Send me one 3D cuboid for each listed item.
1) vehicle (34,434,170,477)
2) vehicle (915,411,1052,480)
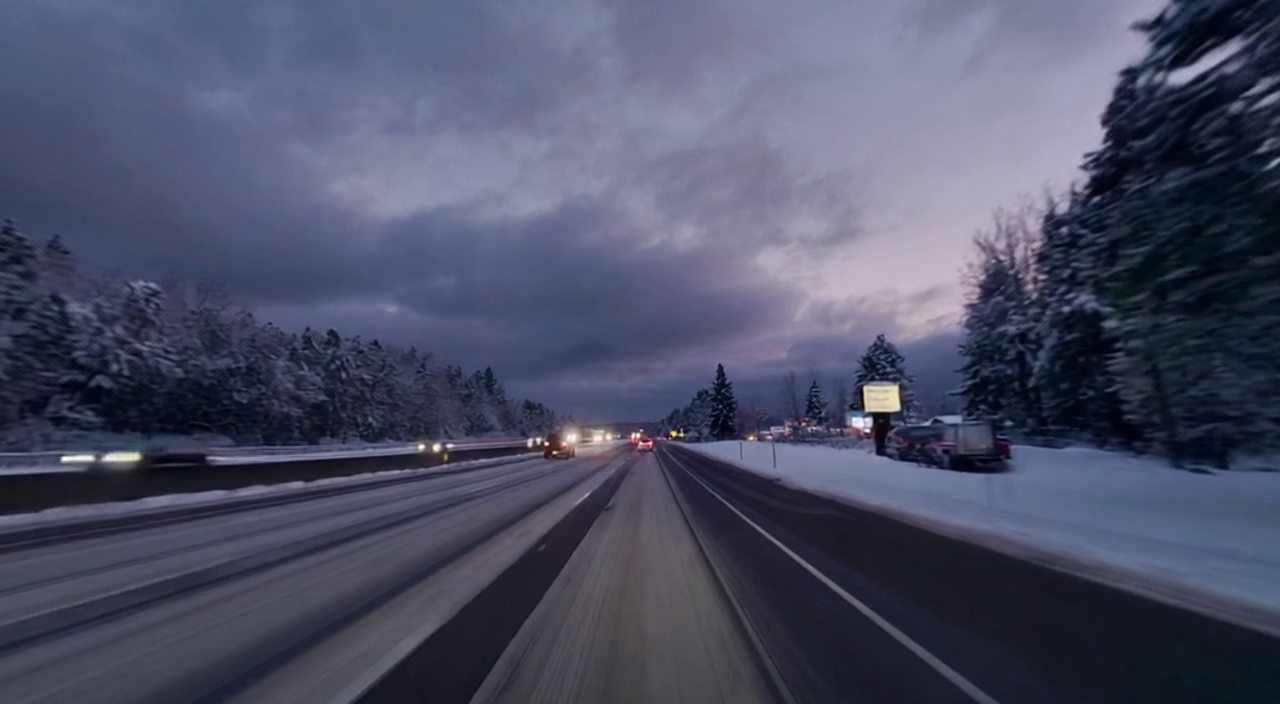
[{"bbox_3d":[-18.650,3.591,22.057,1.668,1.388,3.393,0,-8,1],"label":"vehicle"},{"bbox_3d":[18.870,5.129,35.333,3.098,3.410,7.172,0,-7,-5],"label":"vehicle"}]
